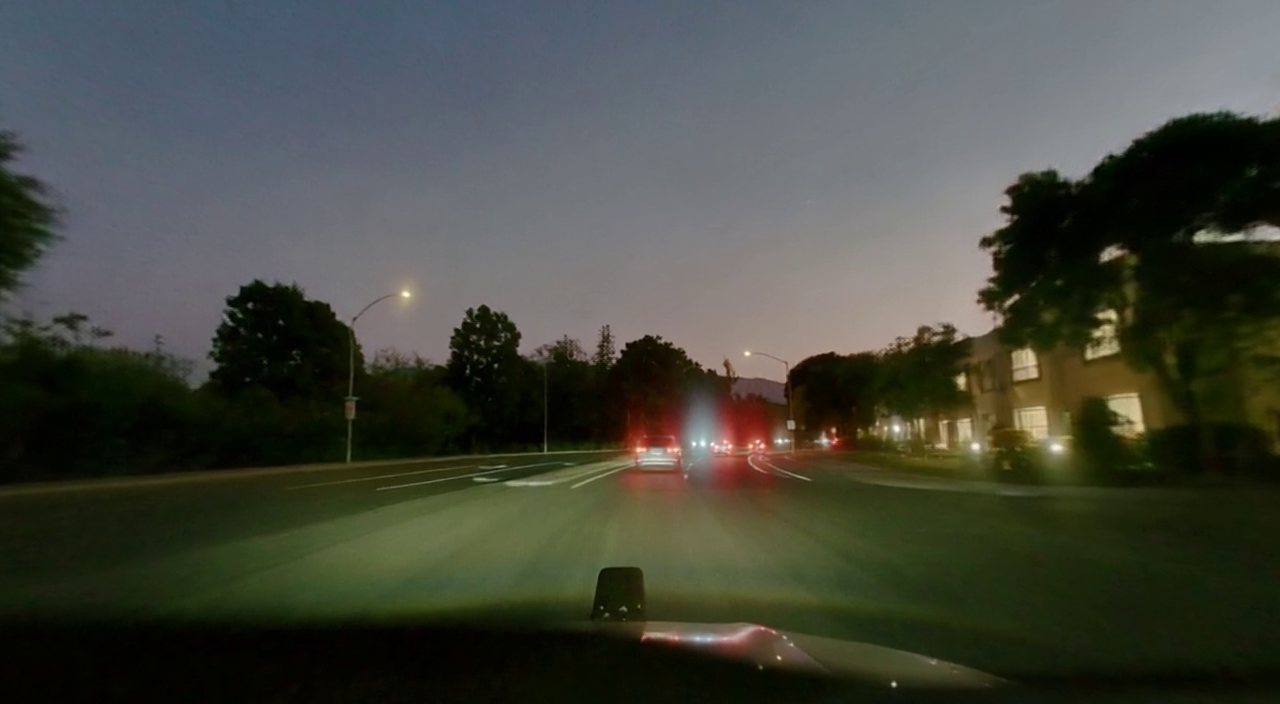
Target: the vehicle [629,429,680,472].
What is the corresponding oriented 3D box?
[{"bbox_3d":[0.810,4.929,31.607,2.072,2.002,4.391,-1,-8,7],"label":"vehicle"}]
